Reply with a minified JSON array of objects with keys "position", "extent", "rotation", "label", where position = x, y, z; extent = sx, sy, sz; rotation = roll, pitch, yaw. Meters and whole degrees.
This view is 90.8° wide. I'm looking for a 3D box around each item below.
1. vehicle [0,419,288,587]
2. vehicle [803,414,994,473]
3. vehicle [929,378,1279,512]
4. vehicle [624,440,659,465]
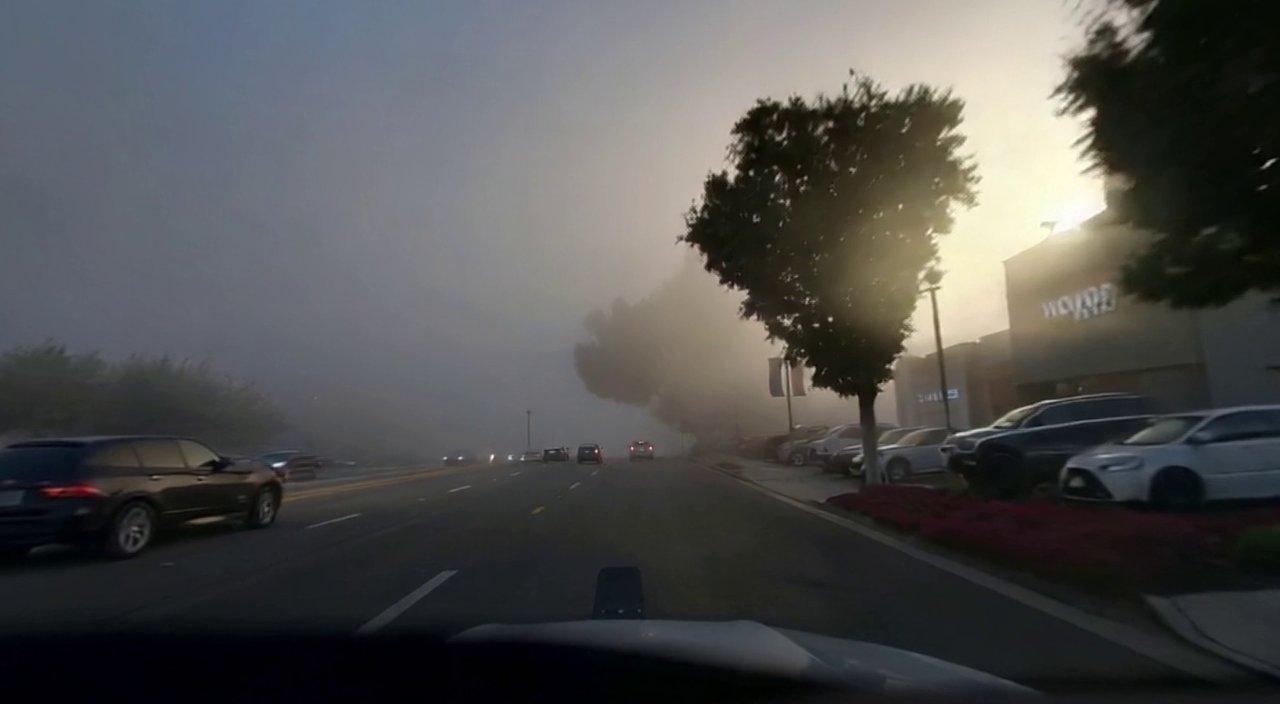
[{"position":[-7.190,1.839,8.634],"extent":[2.038,1.649,4.665],"rotation":[0,-9,0],"label":"vehicle"},{"position":[9.329,3.366,23.245],"extent":[5.976,1.994,2.295],"rotation":[0,-8,0],"label":"vehicle"},{"position":[8.690,1.713,11.410],"extent":[5.895,1.980,2.315],"rotation":[-6,-11,32],"label":"vehicle"},{"position":[0.032,6.286,39.632],"extent":[2.061,1.469,3.954],"rotation":[0,-9,-1],"label":"vehicle"}]
